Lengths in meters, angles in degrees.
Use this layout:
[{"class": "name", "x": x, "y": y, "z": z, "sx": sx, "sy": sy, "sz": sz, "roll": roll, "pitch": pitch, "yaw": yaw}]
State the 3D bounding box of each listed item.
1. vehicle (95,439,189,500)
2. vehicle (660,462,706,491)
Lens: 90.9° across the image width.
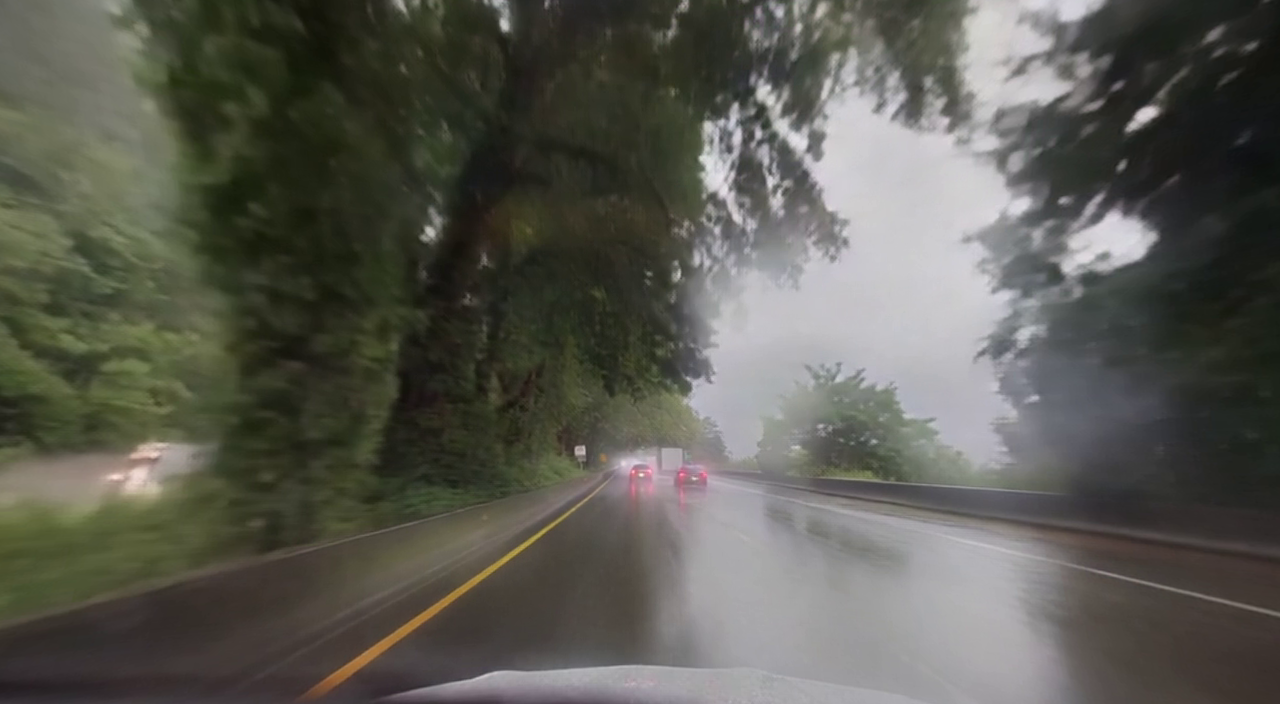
[{"class": "vehicle", "x": -35.781, "y": 8.497, "z": 45.589, "sx": 2.981, "sy": 4.038, "sz": 5.981, "roll": 4, "pitch": -11, "yaw": -17}, {"class": "vehicle", "x": 2.272, "y": 6.702, "z": 34.064, "sx": 1.976, "sy": 1.467, "sz": 3.783, "roll": 1, "pitch": -10, "yaw": -3}]
